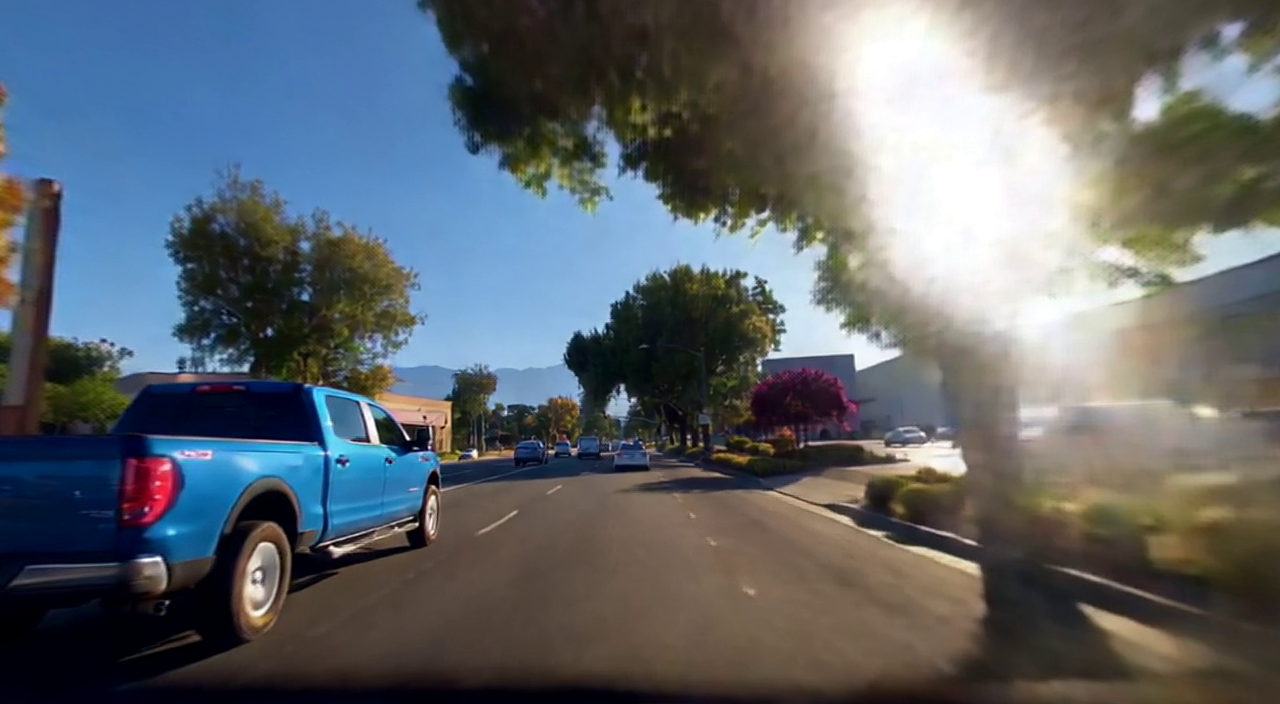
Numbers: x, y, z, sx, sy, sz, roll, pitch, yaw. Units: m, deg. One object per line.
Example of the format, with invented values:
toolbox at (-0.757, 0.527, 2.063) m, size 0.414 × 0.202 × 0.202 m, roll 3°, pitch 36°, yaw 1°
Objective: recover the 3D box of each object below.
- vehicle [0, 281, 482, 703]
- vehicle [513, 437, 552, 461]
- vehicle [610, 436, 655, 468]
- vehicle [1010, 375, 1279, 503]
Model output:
vehicle at (-3.740, 1.220, 5.918) m, size 2.552 × 2.079 × 6.810 m, roll 0°, pitch -8°, yaw 2°
vehicle at (-8.463, 7.680, 49.803) m, size 2.146 × 1.788 × 5.153 m, roll 0°, pitch -8°, yaw 1°
vehicle at (-0.356, 5.219, 32.890) m, size 2.191 × 1.530 × 4.470 m, roll 0°, pitch -8°, yaw 0°
vehicle at (8.918, 1.455, 10.553) m, size 5.109 × 1.735 × 1.997 m, roll 4°, pitch -9°, yaw -25°
